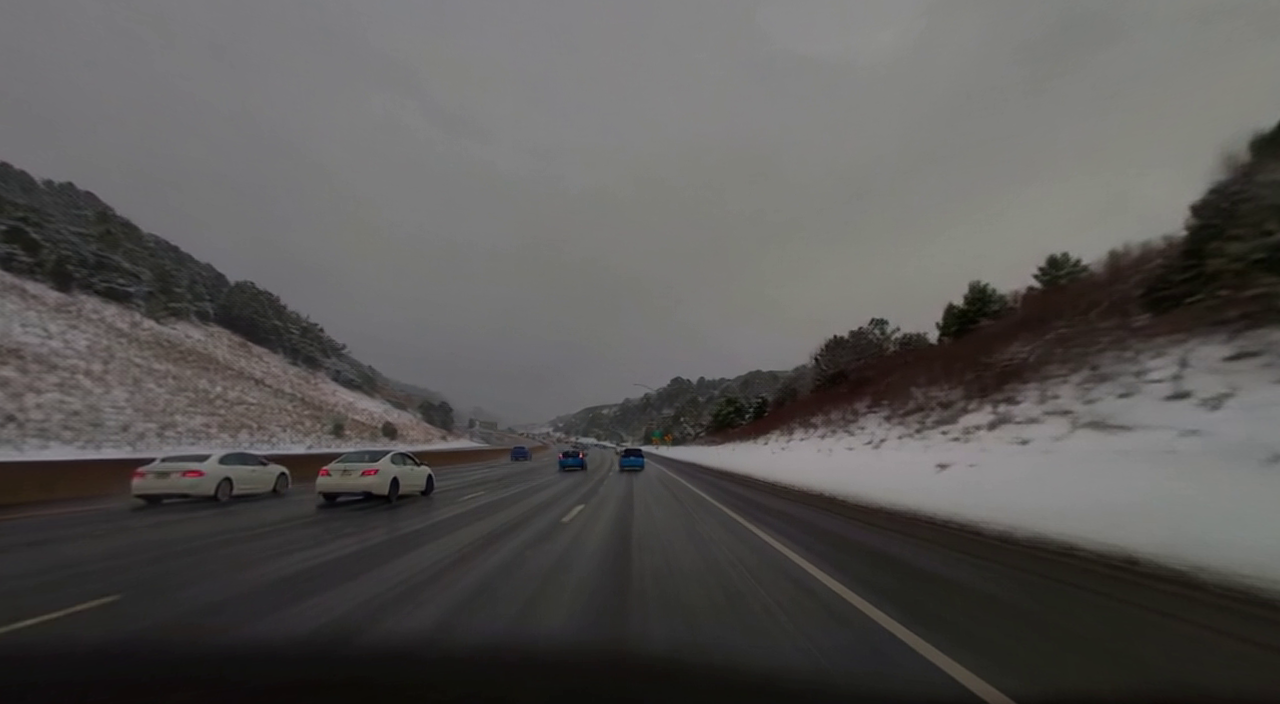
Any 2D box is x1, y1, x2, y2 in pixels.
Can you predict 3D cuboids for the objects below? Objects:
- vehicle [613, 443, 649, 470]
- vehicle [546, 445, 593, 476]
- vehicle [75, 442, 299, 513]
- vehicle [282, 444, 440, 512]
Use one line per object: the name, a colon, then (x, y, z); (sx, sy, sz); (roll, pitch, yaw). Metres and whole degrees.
vehicle: (-0.637, 6.868, 41.706); (2.225, 1.674, 4.044); (0, -8, -2)
vehicle: (-3.815, 5.932, 34.817); (2.144, 1.505, 4.649); (0, -8, -1)
vehicle: (-11.095, 3.069, 16.067); (2.048, 1.501, 4.898); (0, -8, 0)
vehicle: (-6.799, 3.080, 15.980); (1.991, 1.441, 4.265); (0, -8, 1)
